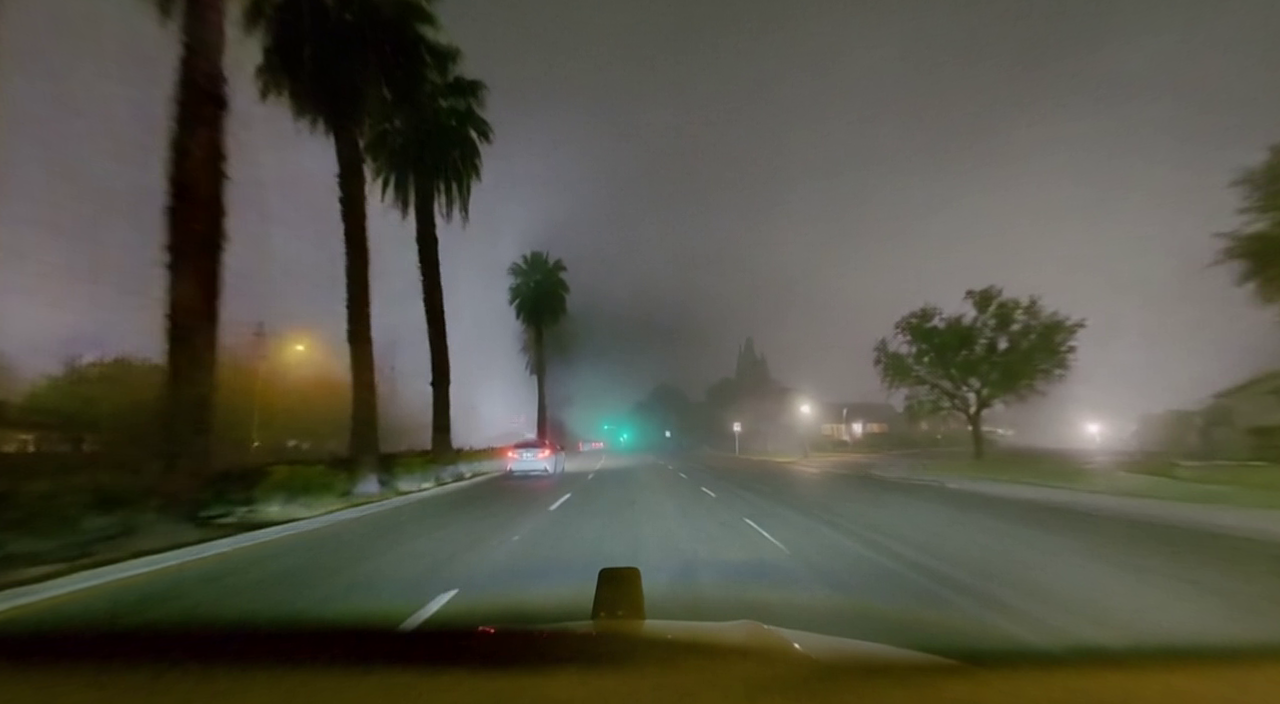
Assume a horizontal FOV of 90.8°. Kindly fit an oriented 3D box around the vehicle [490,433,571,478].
[{"bbox_3d":[-3.840,3.732,22.995,2.108,1.475,4.555,0,-8,0],"label":"vehicle"}]
